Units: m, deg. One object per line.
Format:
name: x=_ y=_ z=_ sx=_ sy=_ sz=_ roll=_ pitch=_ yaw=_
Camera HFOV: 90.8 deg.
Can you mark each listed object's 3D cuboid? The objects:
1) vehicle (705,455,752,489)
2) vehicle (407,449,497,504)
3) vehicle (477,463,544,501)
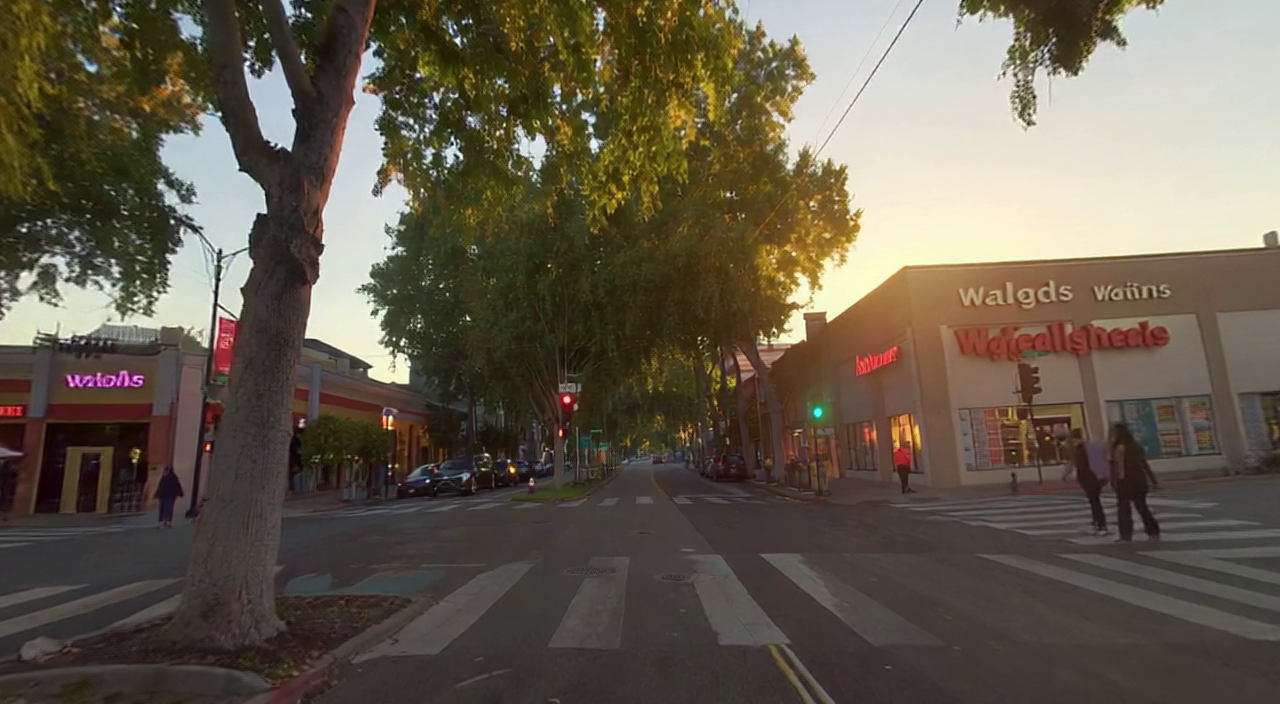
vehicle: x=5.198 y=7.098 z=37.714 sx=2.010 sy=1.844 sz=4.386 roll=0 pitch=-8 yaw=-2
vehicle: x=-8.809 y=5.852 z=30.321 sx=2.489 sy=2.323 sz=5.843 roll=0 pitch=-8 yaw=1
vehicle: x=-5.746 y=5.822 z=28.627 sx=1.983 sy=1.438 sz=4.559 roll=0 pitch=-8 yaw=1
